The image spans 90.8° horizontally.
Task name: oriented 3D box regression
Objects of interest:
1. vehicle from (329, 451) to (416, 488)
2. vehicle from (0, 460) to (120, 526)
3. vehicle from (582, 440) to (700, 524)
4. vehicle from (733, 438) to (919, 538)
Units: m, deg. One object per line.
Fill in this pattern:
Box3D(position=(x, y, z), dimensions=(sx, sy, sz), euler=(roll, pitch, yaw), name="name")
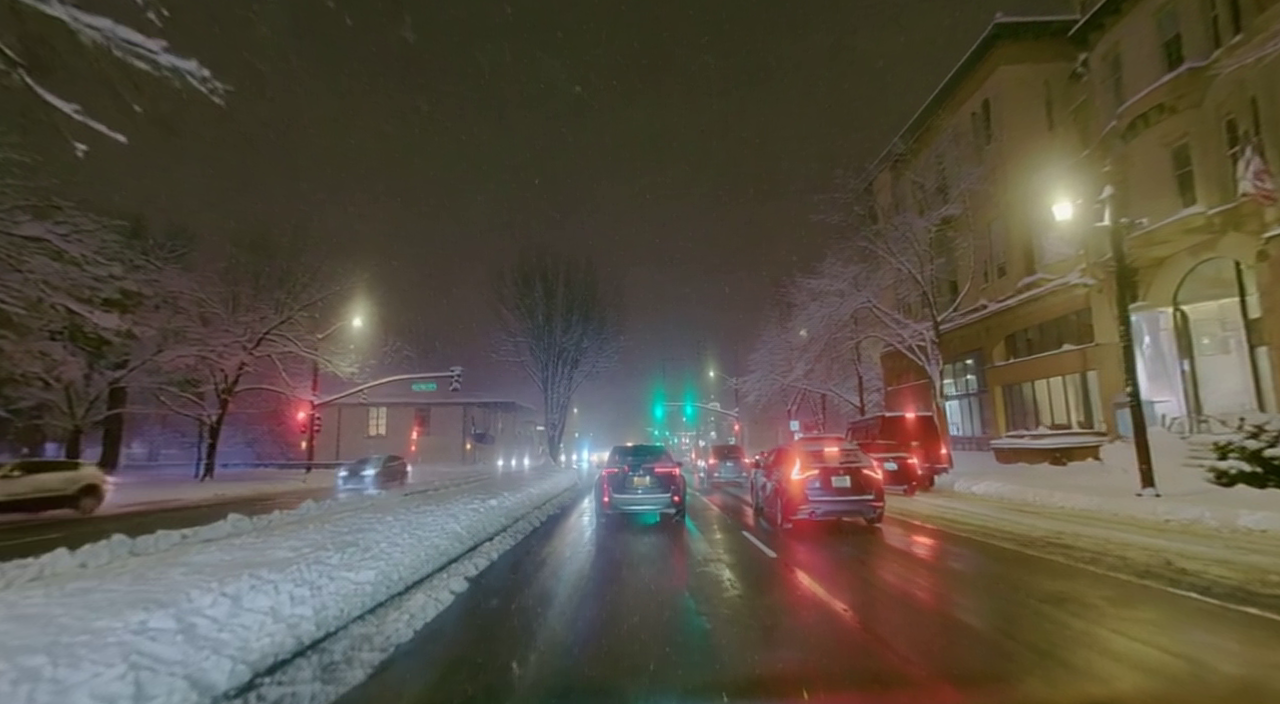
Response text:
Box3D(position=(-12.369, 5.446, 29.571), dimensions=(2.020, 1.533, 4.620), euler=(0, -8, 0), name="vehicle")
Box3D(position=(-16.304, 3.619, 16.447), dimensions=(1.864, 1.489, 4.346), euler=(0, -8, -1), name="vehicle")
Box3D(position=(-0.032, 2.618, 13.393), dimensions=(2.105, 1.474, 4.127), euler=(0, -8, -1), name="vehicle")
Box3D(position=(3.147, 2.383, 11.841), dimensions=(1.995, 1.483, 4.533), euler=(0, -8, -2), name="vehicle")
